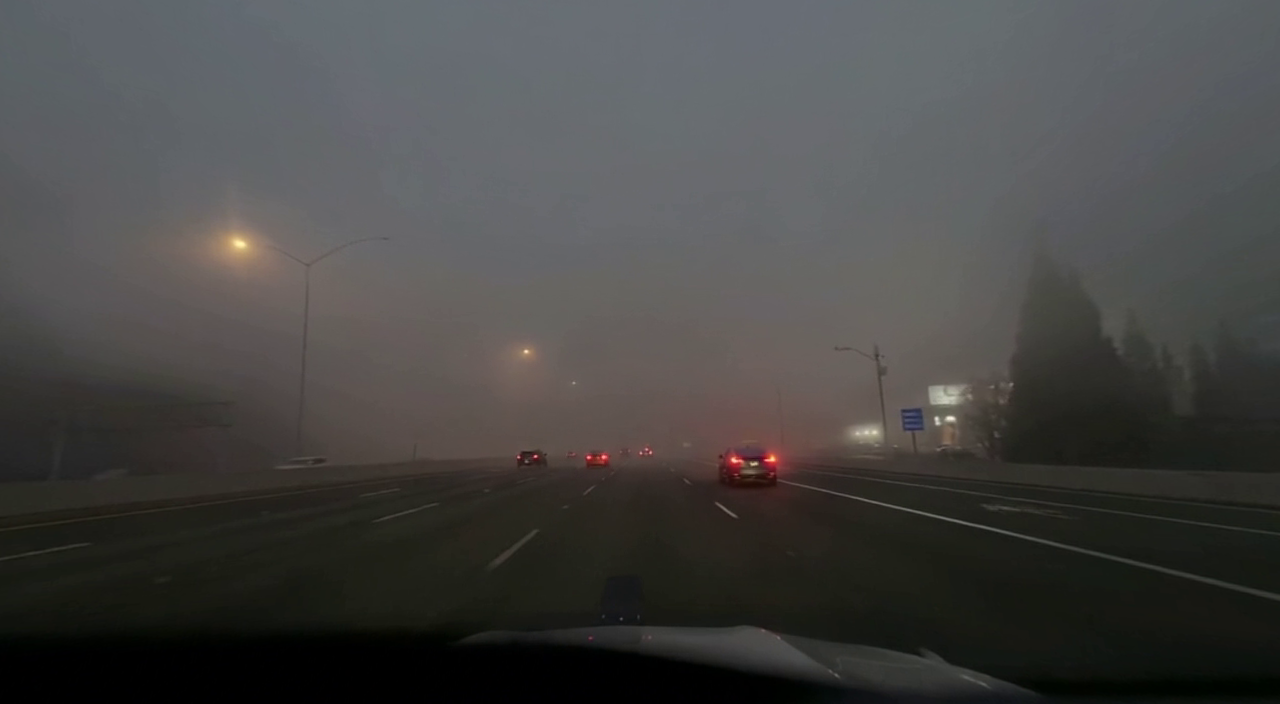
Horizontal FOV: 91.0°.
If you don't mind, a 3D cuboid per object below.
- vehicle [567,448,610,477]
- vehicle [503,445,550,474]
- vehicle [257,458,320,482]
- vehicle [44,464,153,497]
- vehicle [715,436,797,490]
[{"bbox_3d":[-2.931,6.415,36.810,2.139,1.510,4.506,0,-9,1],"label":"vehicle"},{"bbox_3d":[-7.446,7.115,41.807,2.112,1.813,4.716,-1,-9,1],"label":"vehicle"},{"bbox_3d":[-27.446,9.188,49.375,1.996,1.683,5.125,0,-9,-1],"label":"vehicle"},{"bbox_3d":[-31.736,7.530,37.162,1.905,1.634,5.113,0,-9,0],"label":"vehicle"},{"bbox_3d":[4.151,4.070,23.425,2.109,1.764,4.704,0,-9,0],"label":"vehicle"}]
